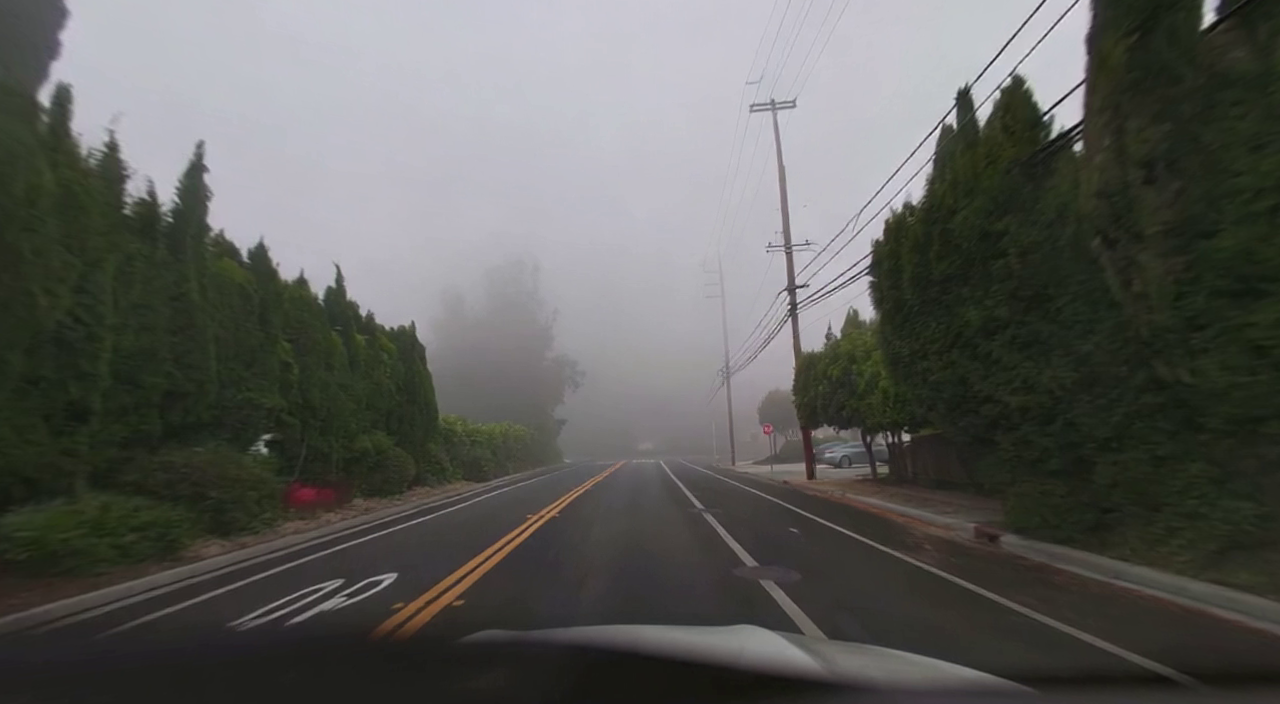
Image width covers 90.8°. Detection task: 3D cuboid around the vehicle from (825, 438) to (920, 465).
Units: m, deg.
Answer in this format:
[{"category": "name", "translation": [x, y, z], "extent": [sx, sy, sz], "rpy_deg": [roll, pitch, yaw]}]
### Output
[{"category": "vehicle", "translation": [13.239, 5.682, 36.195], "extent": [4.650, 1.484, 1.929], "rpy_deg": [0, -9, 0]}]
